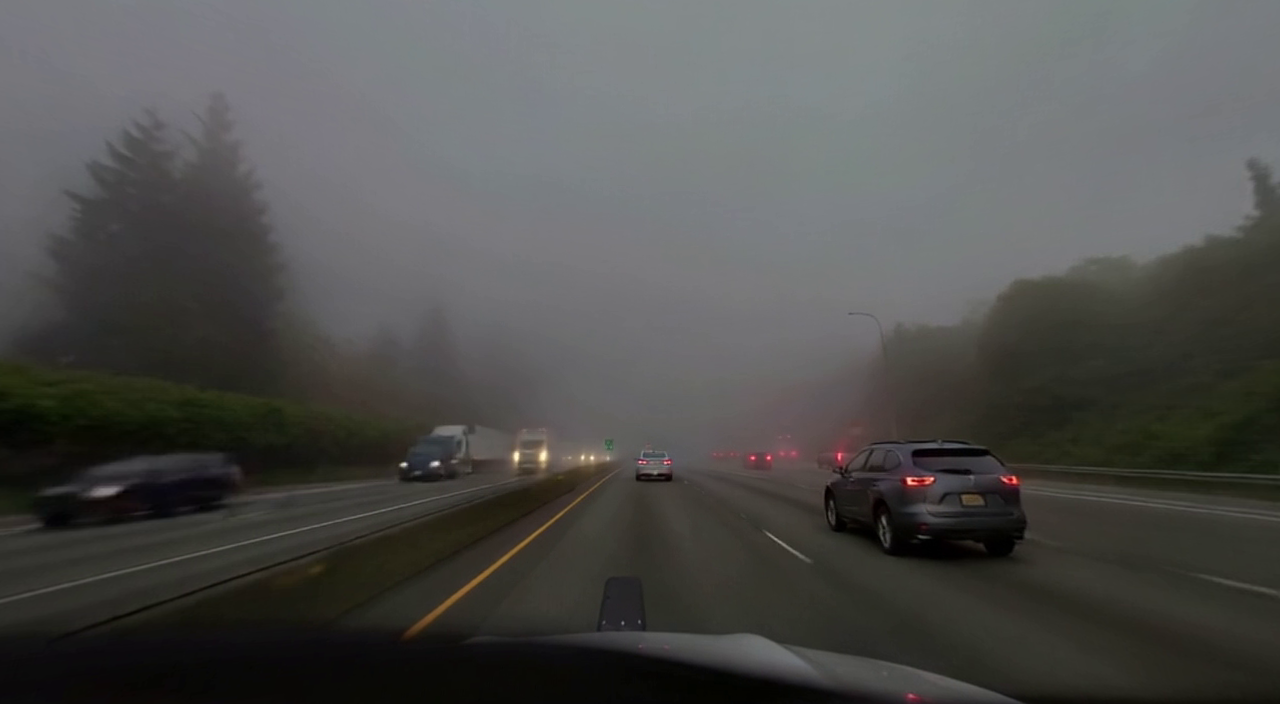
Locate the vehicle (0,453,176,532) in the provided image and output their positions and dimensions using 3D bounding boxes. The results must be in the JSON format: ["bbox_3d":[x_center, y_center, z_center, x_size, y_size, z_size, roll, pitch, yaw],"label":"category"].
[{"bbox_3d":[-14.394,3.416,15.872,2.095,1.670,4.187,0,-9,2],"label":"vehicle"}]

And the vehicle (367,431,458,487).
[{"bbox_3d":[-11.937,5.688,33.682,2.479,2.706,5.906,0,-9,2],"label":"vehicle"}]

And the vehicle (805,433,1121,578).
[{"bbox_3d":[3.906,1.925,8.707,2.029,1.475,4.279,0,-9,-1],"label":"vehicle"}]

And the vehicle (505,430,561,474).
[{"bbox_3d":[-7.756,7.378,46.706,2.687,2.948,7.422,0,-9,1],"label":"vehicle"}]

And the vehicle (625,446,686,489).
[{"bbox_3d":[0.569,4.436,24.555,2.177,1.520,4.278,0,-9,1],"label":"vehicle"}]
